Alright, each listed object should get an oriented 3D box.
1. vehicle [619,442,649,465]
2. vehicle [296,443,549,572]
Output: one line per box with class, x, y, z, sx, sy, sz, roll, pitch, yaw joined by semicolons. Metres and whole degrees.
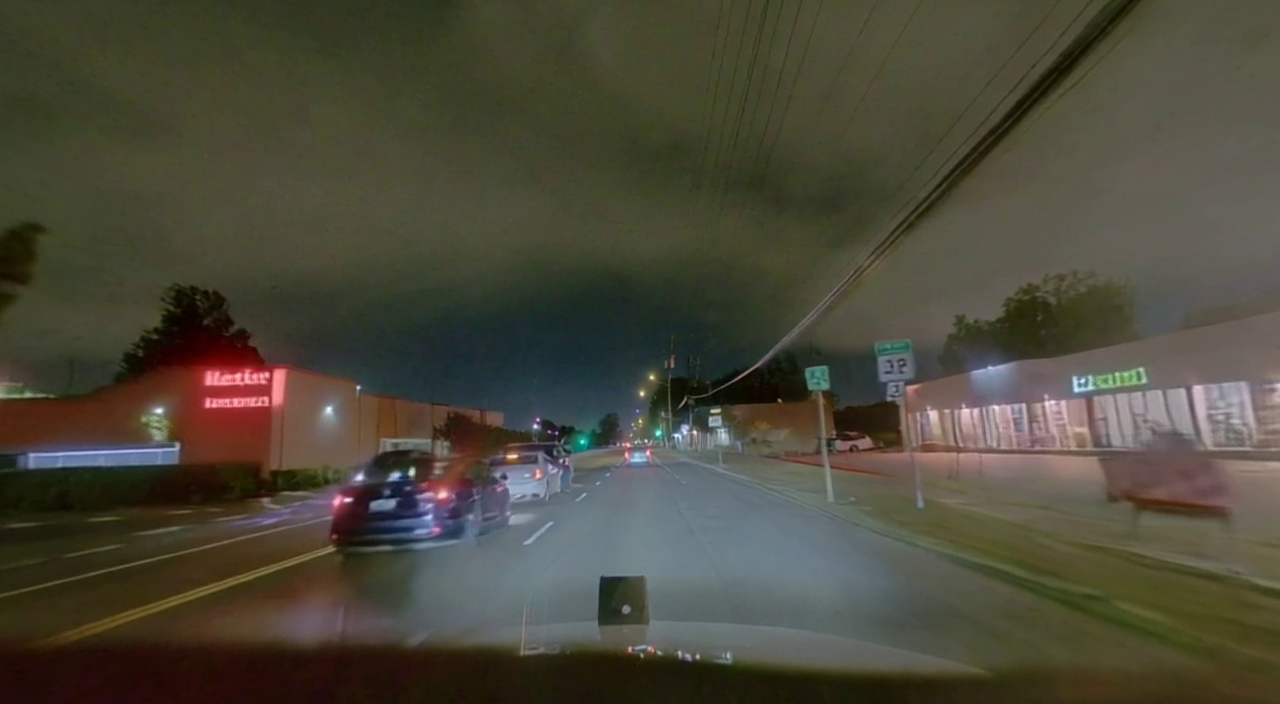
vehicle;-0.473;7.077;44.191;2.020;1.478;3.922;0;-8;-2
vehicle;-2.786;2.101;9.444;2.099;1.424;4.609;0;-8;1
